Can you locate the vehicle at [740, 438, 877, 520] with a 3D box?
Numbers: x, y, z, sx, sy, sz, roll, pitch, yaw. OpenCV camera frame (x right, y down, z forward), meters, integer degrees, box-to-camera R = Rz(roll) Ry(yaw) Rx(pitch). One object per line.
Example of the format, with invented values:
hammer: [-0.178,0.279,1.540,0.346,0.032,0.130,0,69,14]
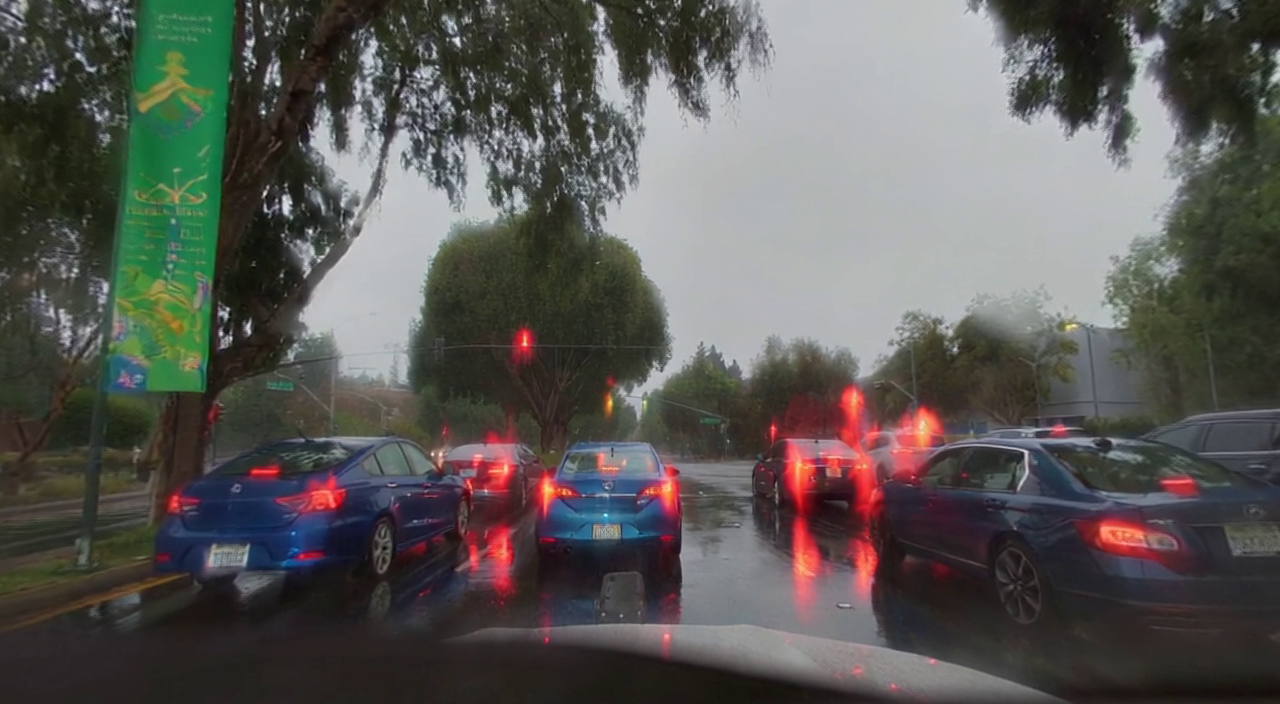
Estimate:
vehicle: [3.398,2.622,13.557,1.852,1.498,3.825,0,-9,-1]

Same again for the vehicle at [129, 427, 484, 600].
vehicle: [-3.365,1.696,7.516,1.929,1.457,4.136,0,-9,0]

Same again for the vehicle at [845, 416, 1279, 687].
vehicle: [3.607,1.434,5.775,1.953,1.471,4.470,0,-9,0]

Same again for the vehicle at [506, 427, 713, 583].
vehicle: [-0.322,1.750,7.975,1.994,1.479,3.647,0,-9,-1]
